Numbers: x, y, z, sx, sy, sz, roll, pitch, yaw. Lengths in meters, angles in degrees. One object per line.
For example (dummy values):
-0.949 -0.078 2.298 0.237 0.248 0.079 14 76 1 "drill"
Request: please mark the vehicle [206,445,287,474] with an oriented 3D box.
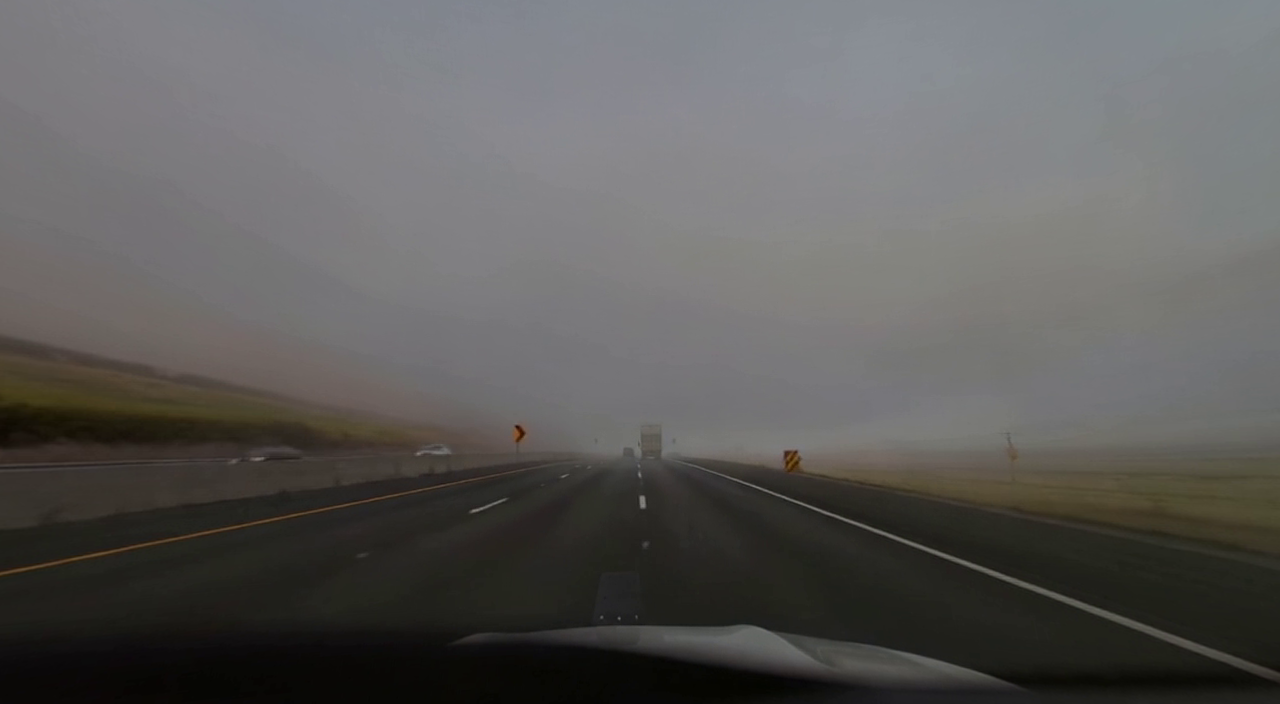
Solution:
-21.275 5.820 34.192 1.886 1.458 3.828 0 -9 0 "vehicle"
